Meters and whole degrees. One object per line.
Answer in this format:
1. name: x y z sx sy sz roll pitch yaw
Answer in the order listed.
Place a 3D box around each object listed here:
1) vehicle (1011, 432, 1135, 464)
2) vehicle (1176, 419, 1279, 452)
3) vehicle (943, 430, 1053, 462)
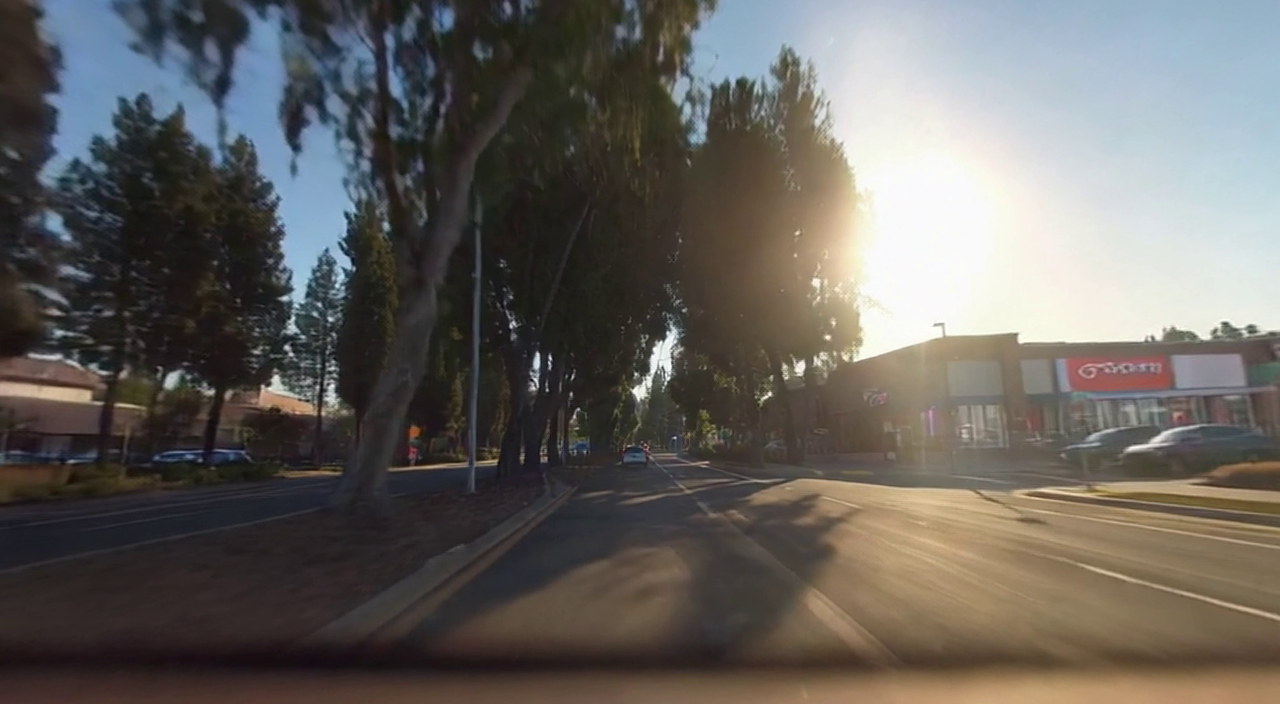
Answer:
1. vehicle: 20.640 4.586 30.264 4.396 1.450 1.956 -1 -8 4
2. vehicle: 33.296 4.686 35.329 4.514 1.776 2.137 -1 -8 1
3. vehicle: 19.843 5.250 35.189 4.758 1.677 2.154 -1 -8 1
